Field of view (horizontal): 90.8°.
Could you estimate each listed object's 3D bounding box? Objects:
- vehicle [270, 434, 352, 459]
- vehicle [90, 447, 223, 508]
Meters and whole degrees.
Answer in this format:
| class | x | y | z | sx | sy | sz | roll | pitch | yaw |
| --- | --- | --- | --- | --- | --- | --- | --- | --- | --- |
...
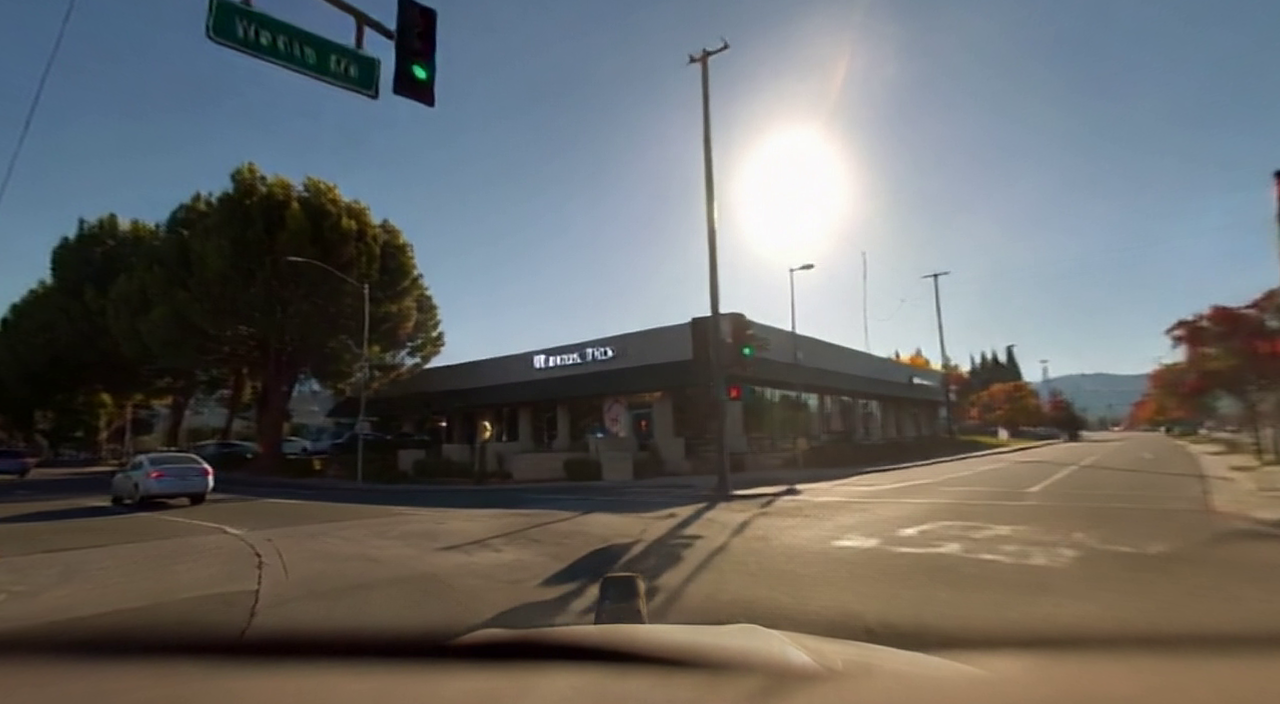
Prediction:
| class | x | y | z | sx | sy | sz | roll | pitch | yaw |
| --- | --- | --- | --- | --- | --- | --- | --- | --- | --- |
| vehicle | -24.208 | 6.958 | 46.684 | 2.189 | 1.737 | 4.851 | -6 | -9 | 34 |
| vehicle | -15.391 | 3.876 | 20.053 | 4.312 | 1.642 | 2.197 | -6 | -10 | 37 |
